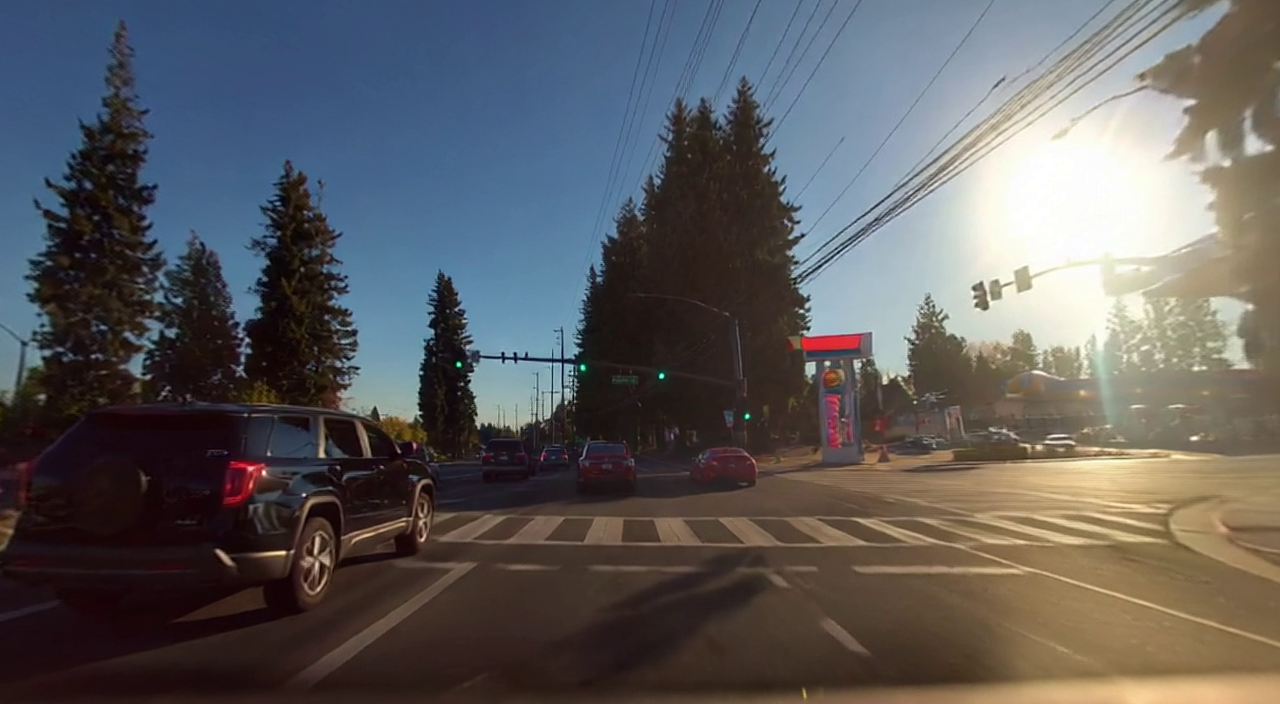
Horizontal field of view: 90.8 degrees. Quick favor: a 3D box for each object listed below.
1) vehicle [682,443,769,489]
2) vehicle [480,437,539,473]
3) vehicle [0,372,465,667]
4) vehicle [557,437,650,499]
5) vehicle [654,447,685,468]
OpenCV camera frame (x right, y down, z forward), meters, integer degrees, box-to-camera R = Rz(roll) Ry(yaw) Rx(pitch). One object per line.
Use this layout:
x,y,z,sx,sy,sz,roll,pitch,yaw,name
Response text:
2.609,3.614,20.468,2.065,1.302,4.416,0,-8,-2,vehicle
-7.592,6.048,37.347,2.385,1.918,5.056,0,-8,0,vehicle
-3.226,1.264,5.858,1.922,1.642,4.547,0,-8,-1,vehicle
-0.918,3.037,16.930,2.189,1.437,4.135,0,-8,-2,vehicle
2.193,7.998,47.989,2.069,1.464,4.599,0,-8,-1,vehicle
